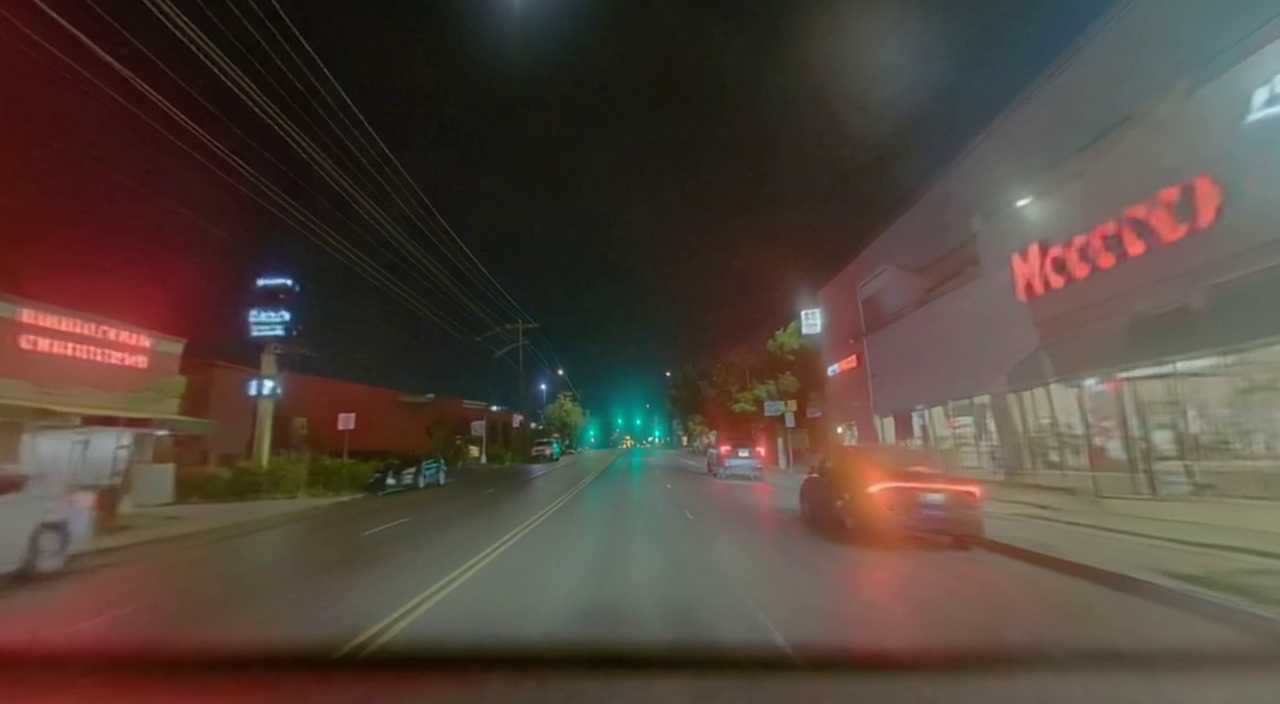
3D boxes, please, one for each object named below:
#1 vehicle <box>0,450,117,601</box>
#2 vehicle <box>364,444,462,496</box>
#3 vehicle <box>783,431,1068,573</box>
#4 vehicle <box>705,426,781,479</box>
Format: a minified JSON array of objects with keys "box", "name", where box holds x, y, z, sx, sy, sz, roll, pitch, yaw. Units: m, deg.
[{"box":[-7.720,1.844,6.170,1.787,1.543,4.052,-3,-7,0],"name":"vehicle"},{"box":[-7.802,4.045,22.147,1.872,1.455,4.350,-4,-8,-1],"name":"vehicle"},{"box":[3.648,1.978,9.279,1.990,1.521,4.693,0,-8,0],"name":"vehicle"},{"box":[4.002,3.997,25.418,2.080,1.893,4.699,0,-8,-3],"name":"vehicle"}]
